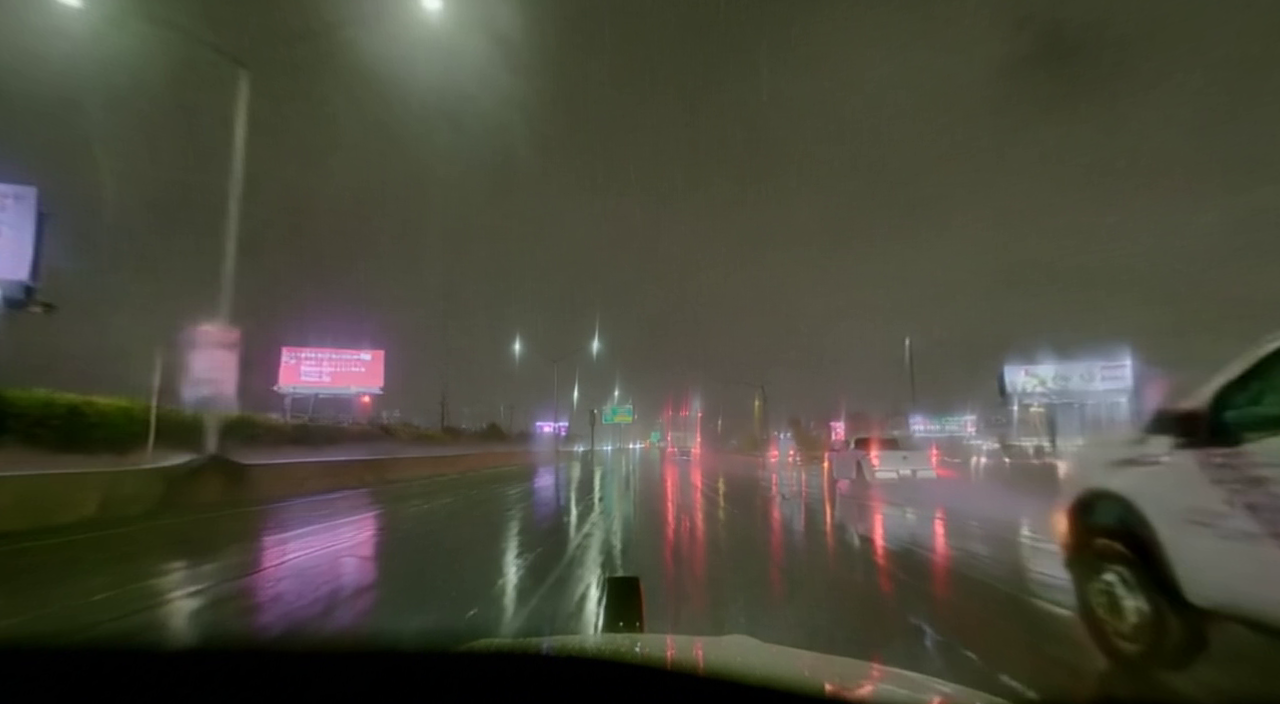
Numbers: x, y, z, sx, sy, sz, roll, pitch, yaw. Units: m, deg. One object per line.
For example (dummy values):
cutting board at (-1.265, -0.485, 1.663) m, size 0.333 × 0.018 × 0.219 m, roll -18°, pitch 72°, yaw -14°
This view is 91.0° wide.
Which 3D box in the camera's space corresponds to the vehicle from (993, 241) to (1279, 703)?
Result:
vehicle at (4.097, 0.435, 1.561) m, size 2.740 × 2.157 × 6.300 m, roll 0°, pitch -9°, yaw 0°

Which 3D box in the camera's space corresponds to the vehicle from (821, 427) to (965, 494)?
vehicle at (8.282, 3.630, 21.380) m, size 2.544 × 1.947 × 5.288 m, roll 0°, pitch -9°, yaw -1°
